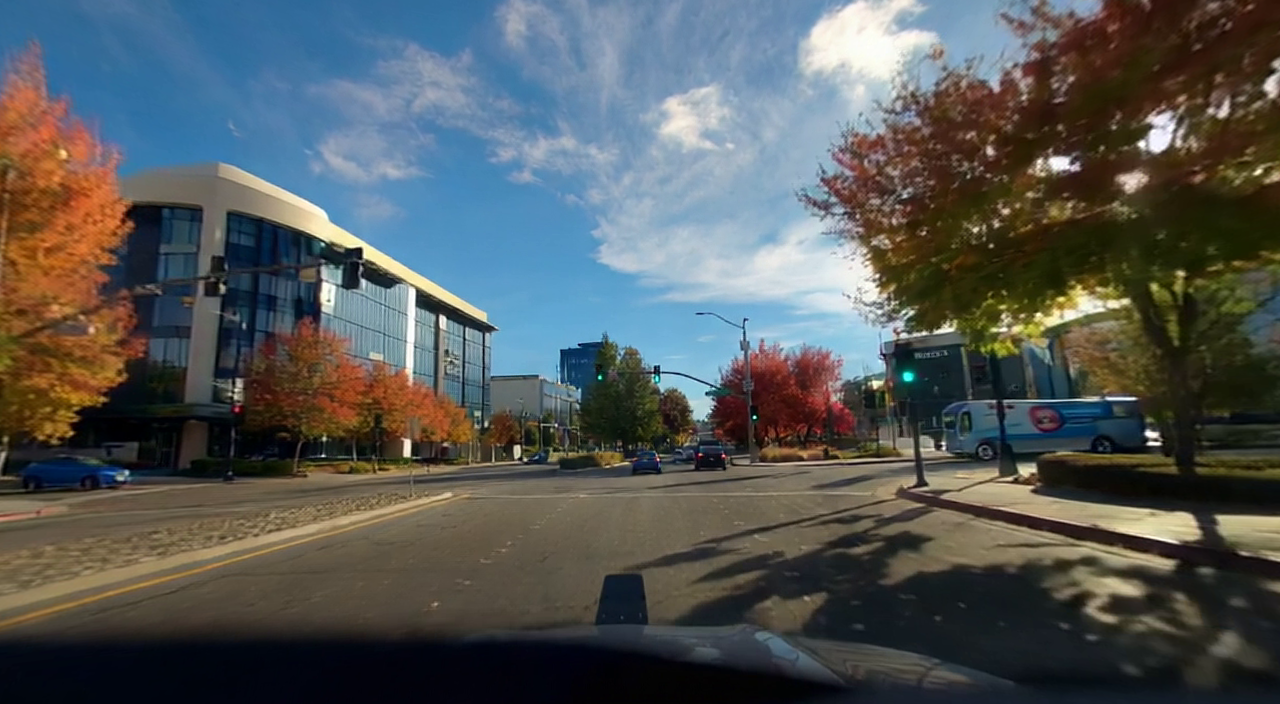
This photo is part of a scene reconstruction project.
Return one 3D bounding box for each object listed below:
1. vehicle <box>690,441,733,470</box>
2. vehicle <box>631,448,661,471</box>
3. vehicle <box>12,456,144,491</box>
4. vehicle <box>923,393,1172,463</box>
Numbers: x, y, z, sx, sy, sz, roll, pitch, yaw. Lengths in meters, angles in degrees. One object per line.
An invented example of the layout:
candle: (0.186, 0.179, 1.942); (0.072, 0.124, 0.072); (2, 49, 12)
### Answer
vehicle: (4.664, 6.874, 41.899); (2.174, 1.749, 4.739); (0, -9, -1)
vehicle: (0.430, 7.486, 43.981); (2.014, 1.525, 4.197); (0, -9, 1)
vehicle: (-26.887, 5.813, 30.213); (4.500, 1.555, 1.913); (0, -9, 2)
vehicle: (21.647, 4.155, 34.129); (10.893, 3.534, 3.195); (-1, -9, 4)
